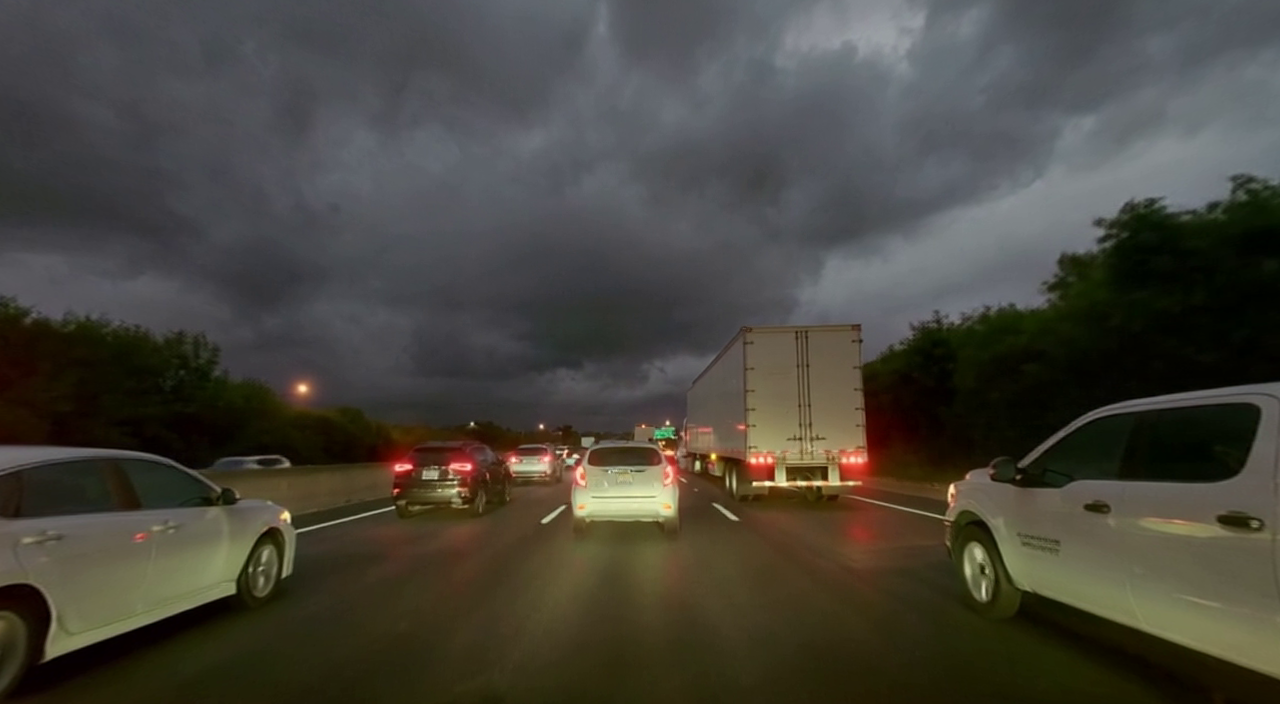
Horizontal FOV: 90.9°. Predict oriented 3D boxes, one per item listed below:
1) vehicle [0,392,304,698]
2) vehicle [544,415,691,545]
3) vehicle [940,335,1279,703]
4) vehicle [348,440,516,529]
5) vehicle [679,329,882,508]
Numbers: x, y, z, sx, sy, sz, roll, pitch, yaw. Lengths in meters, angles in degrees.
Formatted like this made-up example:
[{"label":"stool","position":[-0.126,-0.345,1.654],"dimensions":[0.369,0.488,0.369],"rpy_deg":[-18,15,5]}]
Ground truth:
[{"label":"vehicle","position":[-4.309,1.186,4.350],"dimensions":[1.789,1.620,3.841],"rpy_deg":[0,-9,1]},{"label":"vehicle","position":[-0.316,2.109,10.911],"dimensions":[2.037,1.792,4.194],"rpy_deg":[0,-9,0]},{"label":"vehicle","position":[3.641,0.895,3.049],"dimensions":[2.076,1.751,4.666],"rpy_deg":[0,-9,0]},{"label":"vehicle","position":[-3.989,2.605,12.984],"dimensions":[1.923,1.503,4.293],"rpy_deg":[0,-9,1]},{"label":"vehicle","position":[3.666,2.695,22.229],"dimensions":[3.186,4.111,15.553],"rpy_deg":[0,-9,-2]}]
